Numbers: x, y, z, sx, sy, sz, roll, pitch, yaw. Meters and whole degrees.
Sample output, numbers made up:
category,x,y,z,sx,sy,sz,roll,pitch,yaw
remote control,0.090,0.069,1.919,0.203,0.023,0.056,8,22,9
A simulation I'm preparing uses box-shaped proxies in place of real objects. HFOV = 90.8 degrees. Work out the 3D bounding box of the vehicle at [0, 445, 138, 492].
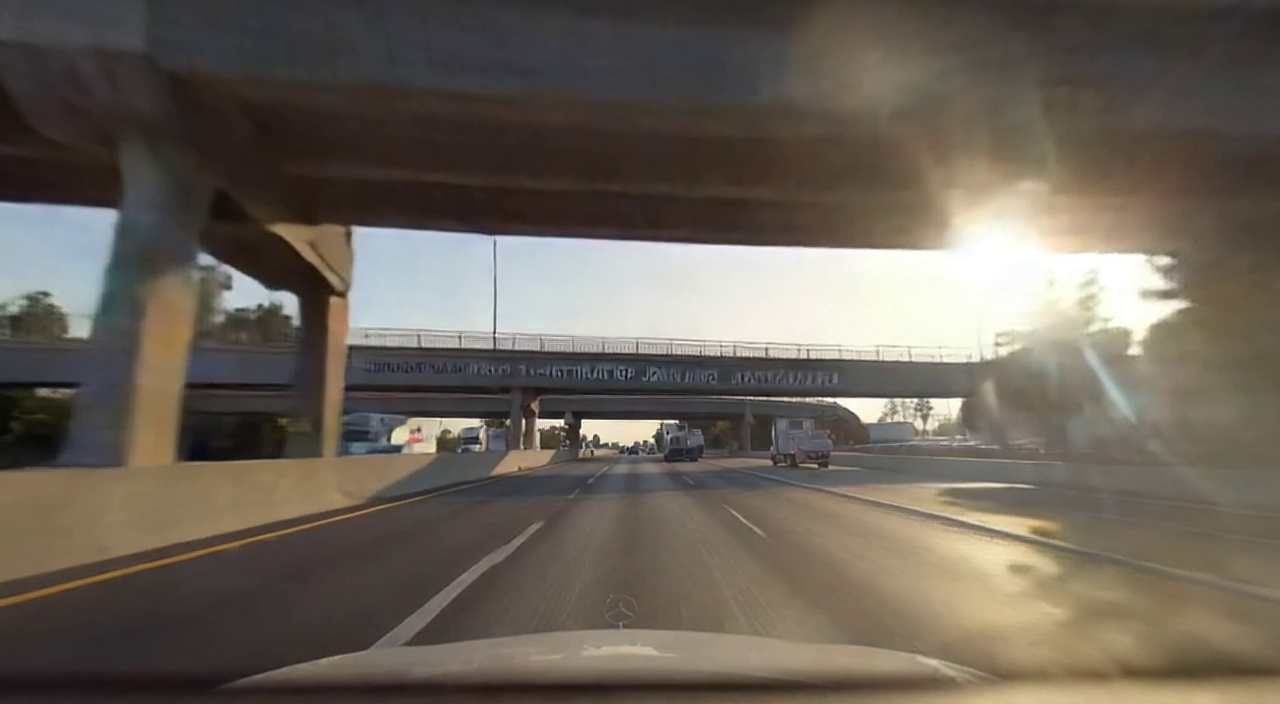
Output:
category,x,y,z,sx,sy,sz,roll,pitch,yaw
vehicle,-20.263,3.992,22.043,1.903,1.445,4.386,0,-9,-1

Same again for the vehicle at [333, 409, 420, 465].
category,x,y,z,sx,sy,sz,roll,pitch,yaw
vehicle,-17.327,5.711,42.111,3.008,3.447,6.441,0,-9,-1

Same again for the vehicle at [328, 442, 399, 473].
category,x,y,z,sx,sy,sz,roll,pitch,yaw
vehicle,-13.736,5.264,31.618,1.790,1.428,3.725,0,-9,1

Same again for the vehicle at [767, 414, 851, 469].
category,x,y,z,sx,sy,sz,roll,pitch,yaw
vehicle,11.173,6.130,43.036,2.912,3.293,9.588,0,-9,-1
